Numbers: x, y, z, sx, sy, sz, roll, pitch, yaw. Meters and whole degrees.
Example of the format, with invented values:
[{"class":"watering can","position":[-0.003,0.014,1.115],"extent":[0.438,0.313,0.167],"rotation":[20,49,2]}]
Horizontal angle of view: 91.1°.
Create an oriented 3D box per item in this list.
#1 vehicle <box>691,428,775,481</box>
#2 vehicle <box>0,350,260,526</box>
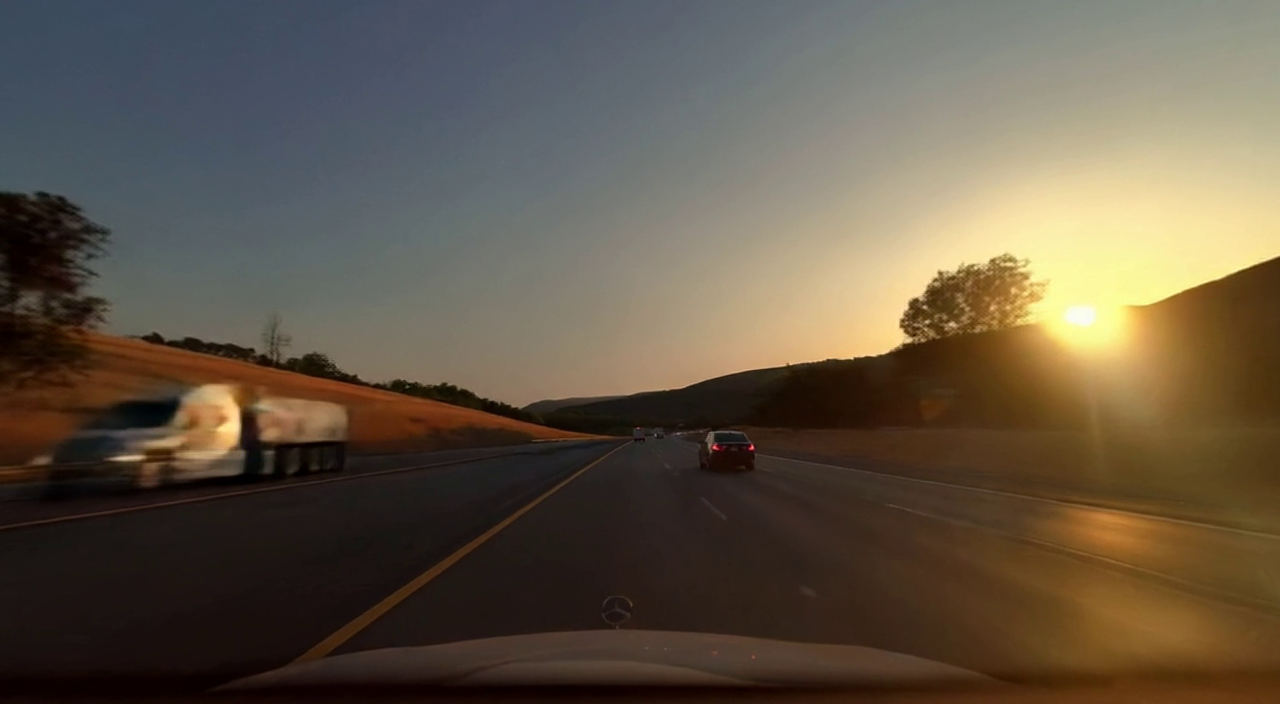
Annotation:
[{"class":"vehicle","position":[2.967,3.375,21.125],"extent":[2.084,1.583,4.420],"rotation":[0,-8,-1]},{"class":"vehicle","position":[-12.097,1.909,14.092],"extent":[2.724,2.955,6.969],"rotation":[0,-8,0]}]
